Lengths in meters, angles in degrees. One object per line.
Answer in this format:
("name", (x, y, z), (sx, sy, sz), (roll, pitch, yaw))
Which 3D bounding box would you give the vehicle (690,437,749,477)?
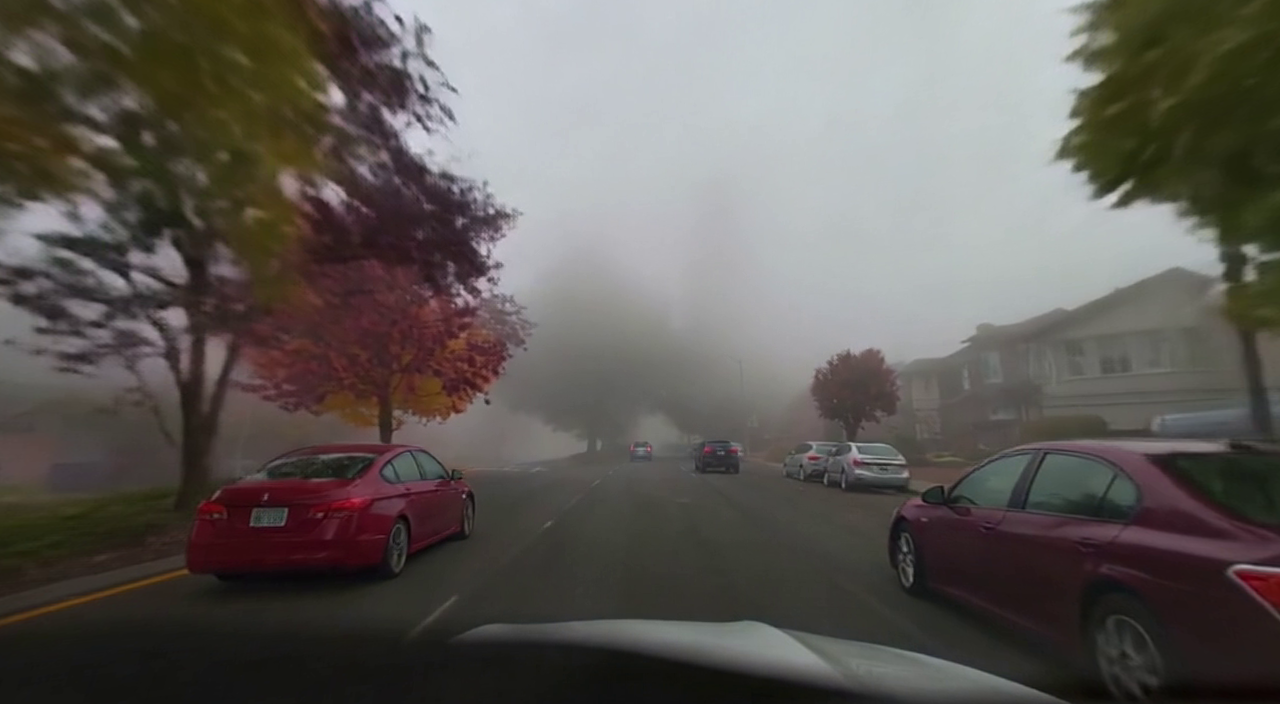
("vehicle", (3.548, 4.768, 28.849), (2.019, 1.675, 4.488), (0, -8, -1))

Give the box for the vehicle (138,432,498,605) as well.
("vehicle", (-3.316, 1.779, 7.769), (1.997, 1.479, 4.547), (0, -8, 1))

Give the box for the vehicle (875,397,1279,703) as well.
("vehicle", (3.237, 1.113, 3.603), (2.060, 1.474, 4.475), (0, -8, 0))

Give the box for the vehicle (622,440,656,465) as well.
("vehicle", (-0.069, 7.070, 44.461), (2.293, 1.662, 4.262), (0, -8, 1))
